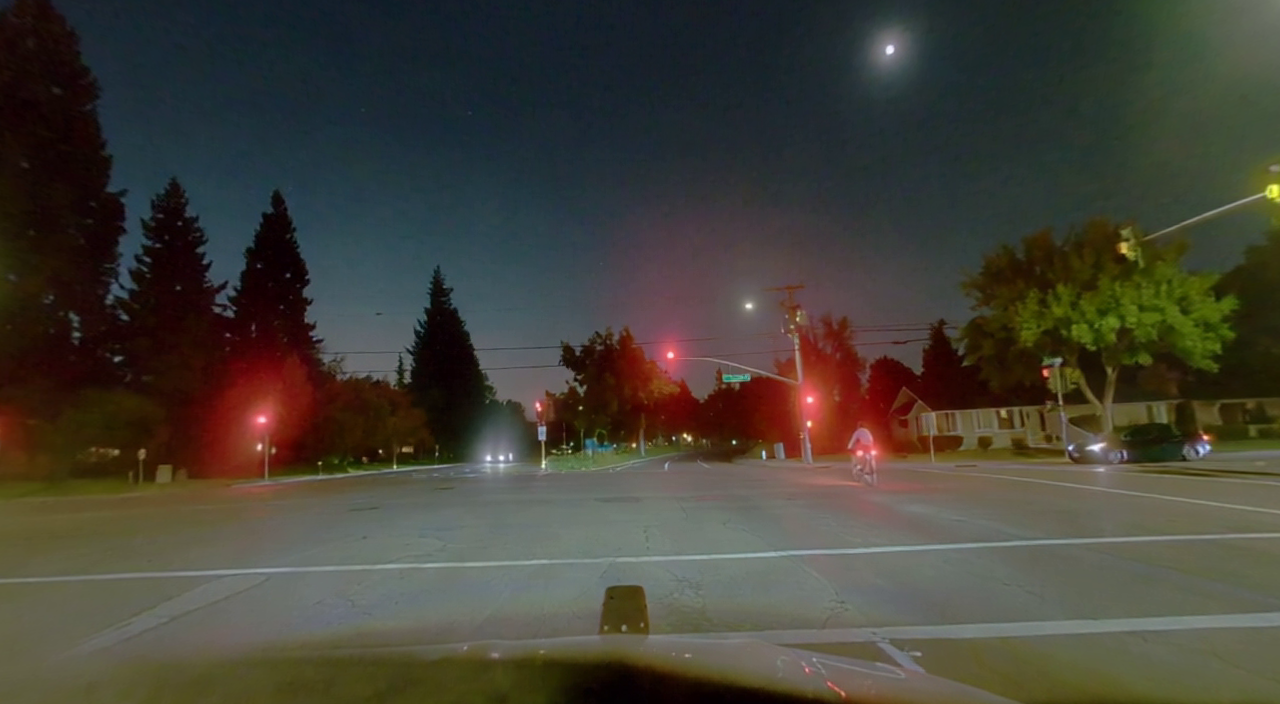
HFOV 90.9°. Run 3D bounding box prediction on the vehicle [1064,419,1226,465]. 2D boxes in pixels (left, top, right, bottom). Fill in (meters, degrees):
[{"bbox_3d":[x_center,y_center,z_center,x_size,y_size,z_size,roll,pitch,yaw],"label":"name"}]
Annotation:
[{"bbox_3d":[17.310,3.107,21.762,3.969,1.493,1.823,0,-9,1],"label":"vehicle"}]
